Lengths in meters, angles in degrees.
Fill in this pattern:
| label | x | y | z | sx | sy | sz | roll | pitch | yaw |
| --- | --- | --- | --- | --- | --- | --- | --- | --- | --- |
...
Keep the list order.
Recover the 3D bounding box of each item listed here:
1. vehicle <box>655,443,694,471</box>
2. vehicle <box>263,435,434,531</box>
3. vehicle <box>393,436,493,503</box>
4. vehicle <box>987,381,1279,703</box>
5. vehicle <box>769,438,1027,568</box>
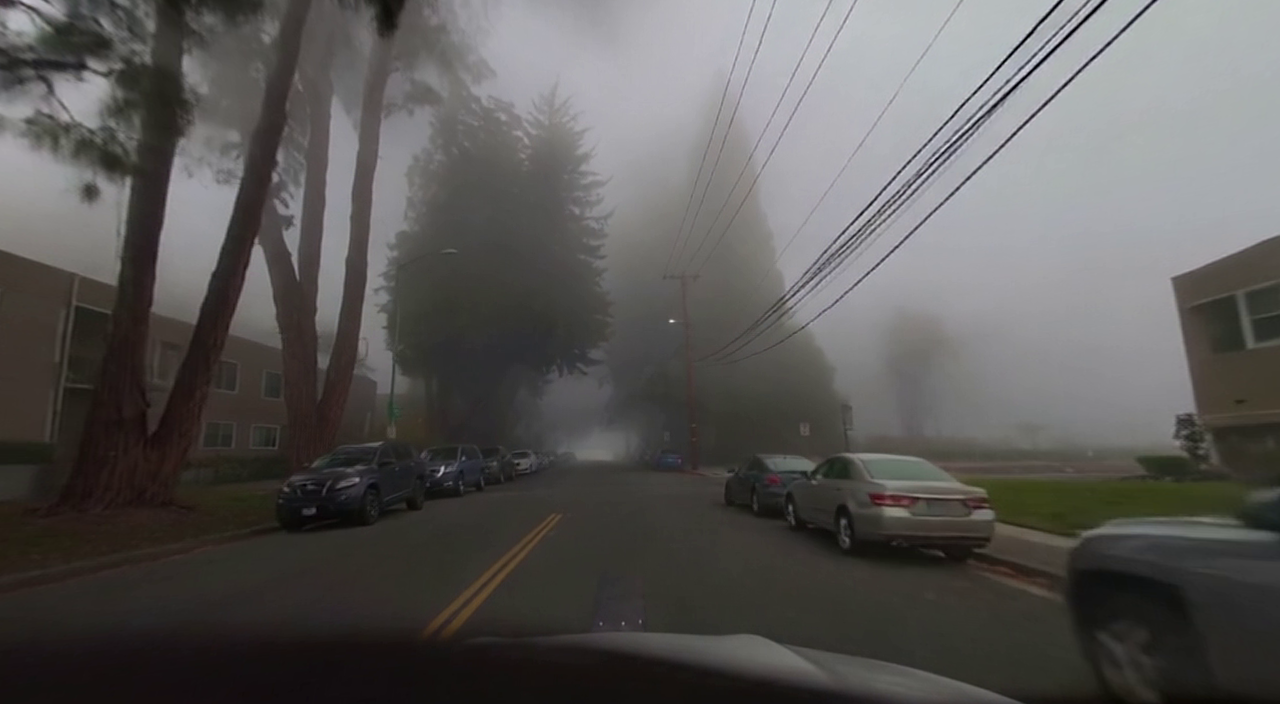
| label | x | y | z | sx | sy | sz | roll | pitch | yaw |
| --- | --- | --- | --- | --- | --- | --- | --- | --- | --- |
| vehicle | 2.273 | 7.082 | 42.532 | 2.328 | 1.730 | 4.225 | 1 | -9 | -2 |
| vehicle | -6.801 | 3.018 | 15.388 | 2.056 | 1.876 | 4.824 | -2 | -7 | -2 |
| vehicle | -7.081 | 4.186 | 23.241 | 2.120 | 1.989 | 5.616 | -3 | -7 | -3 |
| vehicle | 3.701 | 0.854 | 1.896 | 2.272 | 1.626 | 5.170 | 0 | -8 | -1 |
| vehicle | 3.510 | 2.112 | 9.717 | 1.868 | 1.494 | 4.652 | 1 | -8 | -2 |
